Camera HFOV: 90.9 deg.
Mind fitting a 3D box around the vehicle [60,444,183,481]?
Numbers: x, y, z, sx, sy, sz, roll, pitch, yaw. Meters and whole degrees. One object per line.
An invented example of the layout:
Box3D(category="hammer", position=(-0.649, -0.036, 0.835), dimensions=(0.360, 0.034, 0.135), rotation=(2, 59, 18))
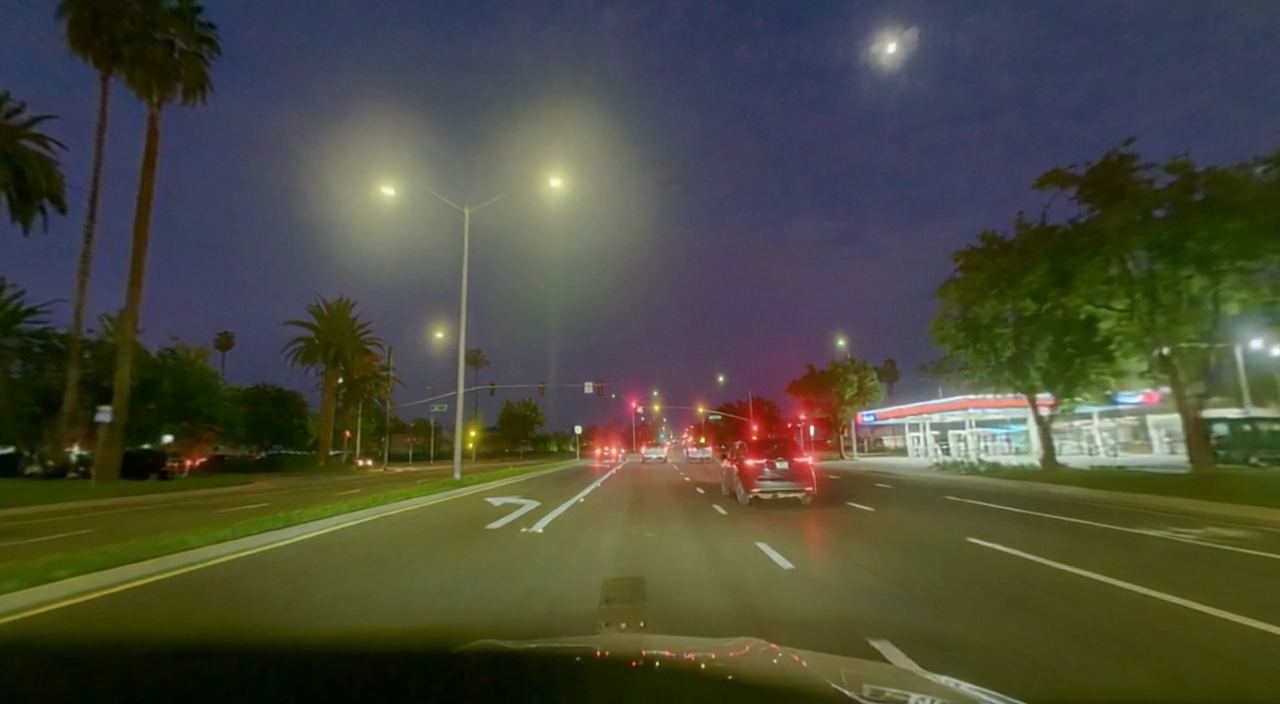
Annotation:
Box3D(category="vehicle", position=(-27.587, 5.852, 33.671), dimensions=(4.803, 1.784, 2.124), rotation=(7, -11, -41))

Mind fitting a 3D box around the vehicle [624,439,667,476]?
Box3D(category="vehicle", position=(0.241, 5.192, 31.327), dimensions=(1.991, 1.664, 3.814), rotation=(0, -8, 0))

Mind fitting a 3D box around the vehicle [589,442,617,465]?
Box3D(category="vehicle", position=(-2.736, 7.601, 47.416), dimensions=(1.788, 1.600, 4.298), rotation=(0, -8, 1))

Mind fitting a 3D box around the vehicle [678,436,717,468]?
Box3D(category="vehicle", position=(3.758, 6.631, 41.975), dimensions=(2.154, 1.975, 4.634), rotation=(0, -8, 0))

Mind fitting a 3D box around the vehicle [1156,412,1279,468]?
Box3D(category="vehicle", position=(21.338, 3.065, 21.855), dimensions=(4.831, 1.816, 2.295), rotation=(0, -8, -2))

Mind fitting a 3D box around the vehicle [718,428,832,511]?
Box3D(category="vehicle", position=(3.138, 2.805, 15.515), dimensions=(1.872, 1.752, 3.896), rotation=(0, -8, -1))
